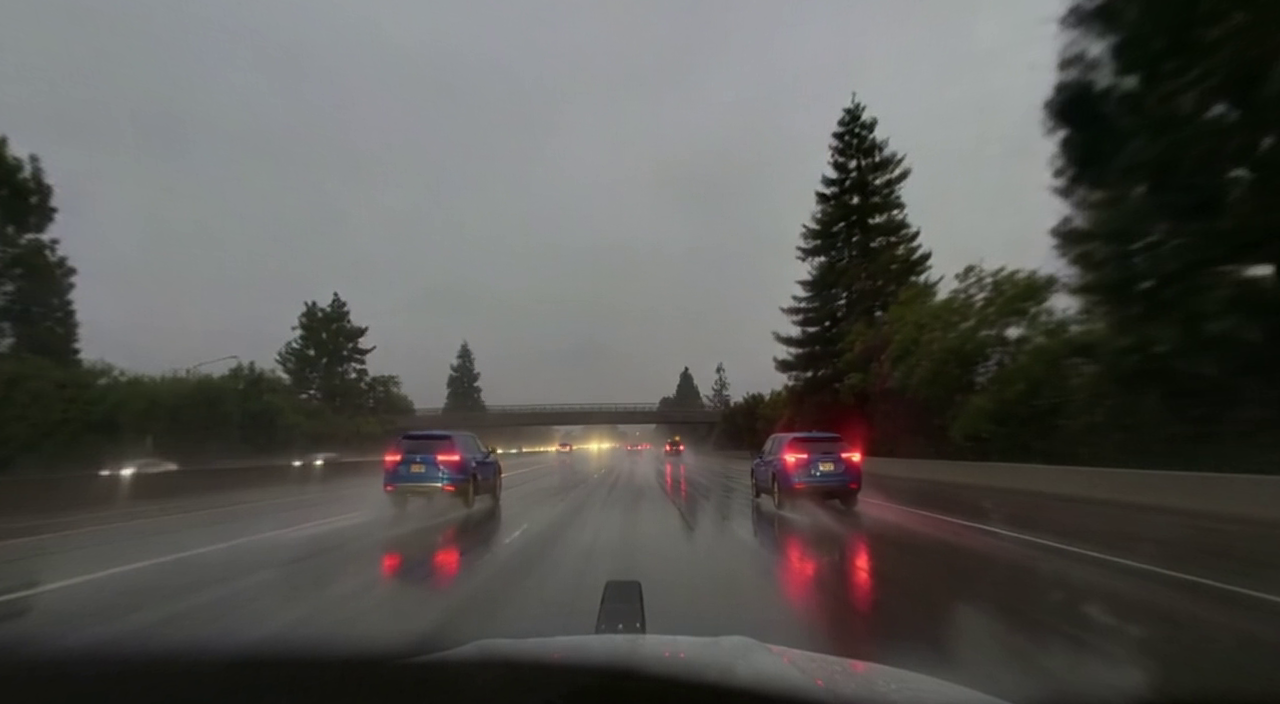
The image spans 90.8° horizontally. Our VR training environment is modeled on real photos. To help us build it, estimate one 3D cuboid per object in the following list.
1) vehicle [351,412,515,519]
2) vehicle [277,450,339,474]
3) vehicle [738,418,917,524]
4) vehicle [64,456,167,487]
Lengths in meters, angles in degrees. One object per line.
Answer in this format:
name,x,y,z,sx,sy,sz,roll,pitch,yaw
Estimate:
vehicle,-4.170,2.389,13.705,2.018,1.872,4.728,0,-9,-1
vehicle,-22.800,7.548,43.598,1.832,1.519,4.577,0,-9,-1
vehicle,3.515,2.353,12.961,2.185,1.749,4.477,0,-9,-1
vehicle,-33.536,7.619,40.664,2.030,1.784,5.303,-1,-9,0
